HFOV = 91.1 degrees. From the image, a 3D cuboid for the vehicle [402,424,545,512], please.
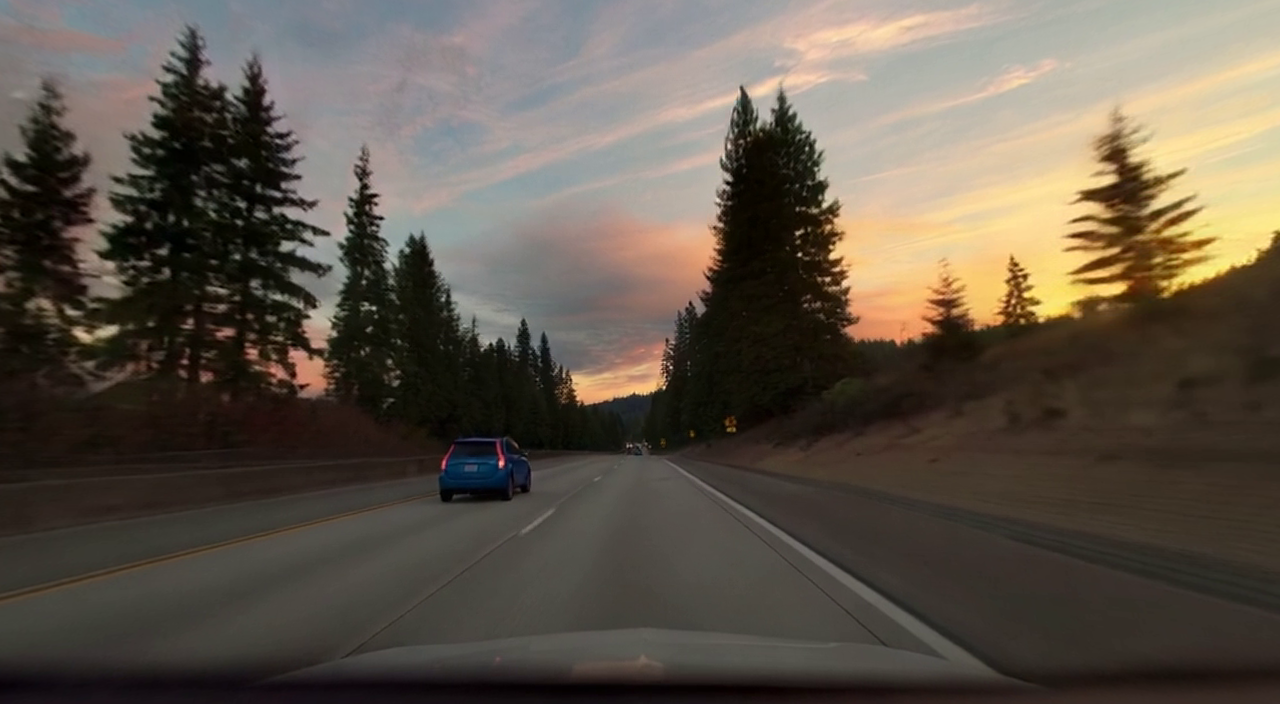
[{"bbox_3d":[-3.710,2.678,14.986,2.084,1.752,4.479,-1,-8,1],"label":"vehicle"}]
